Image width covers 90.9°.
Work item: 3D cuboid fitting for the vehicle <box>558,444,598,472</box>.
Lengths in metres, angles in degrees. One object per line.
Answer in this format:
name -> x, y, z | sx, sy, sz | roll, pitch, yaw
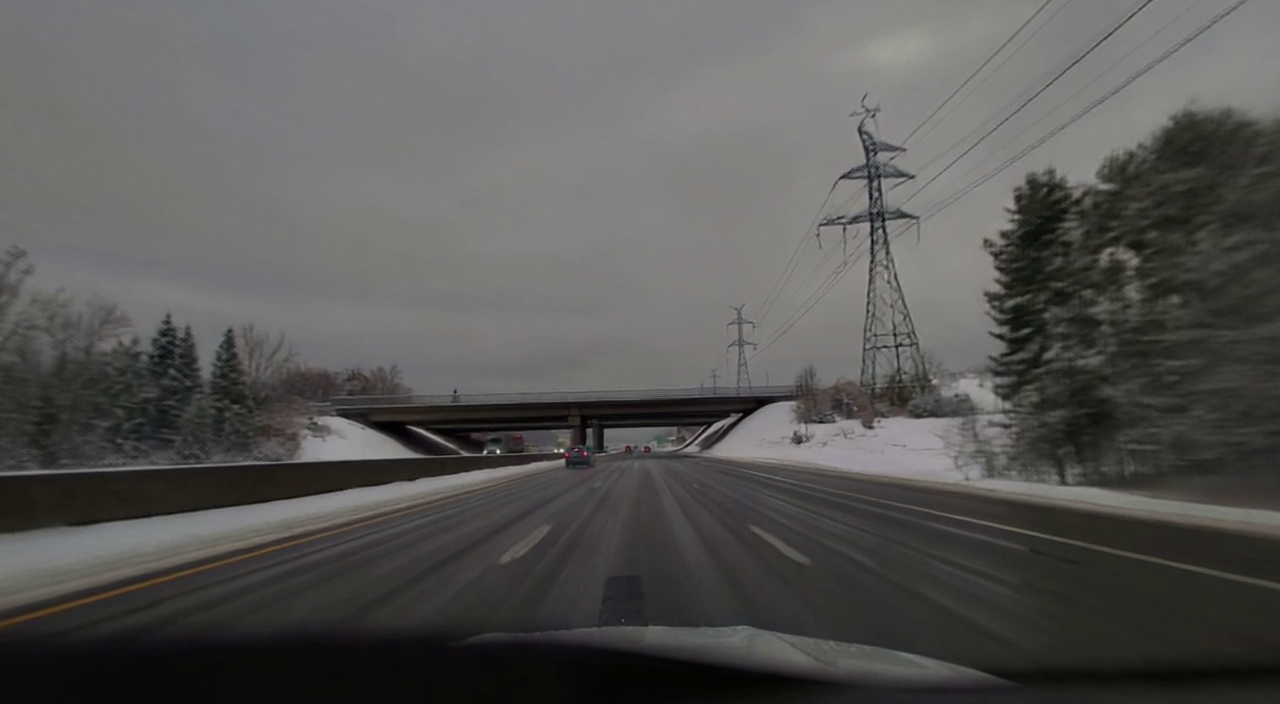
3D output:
vehicle -> -3.656, 6.333, 37.666 | 1.924, 1.550, 4.165 | 0, -9, 0
